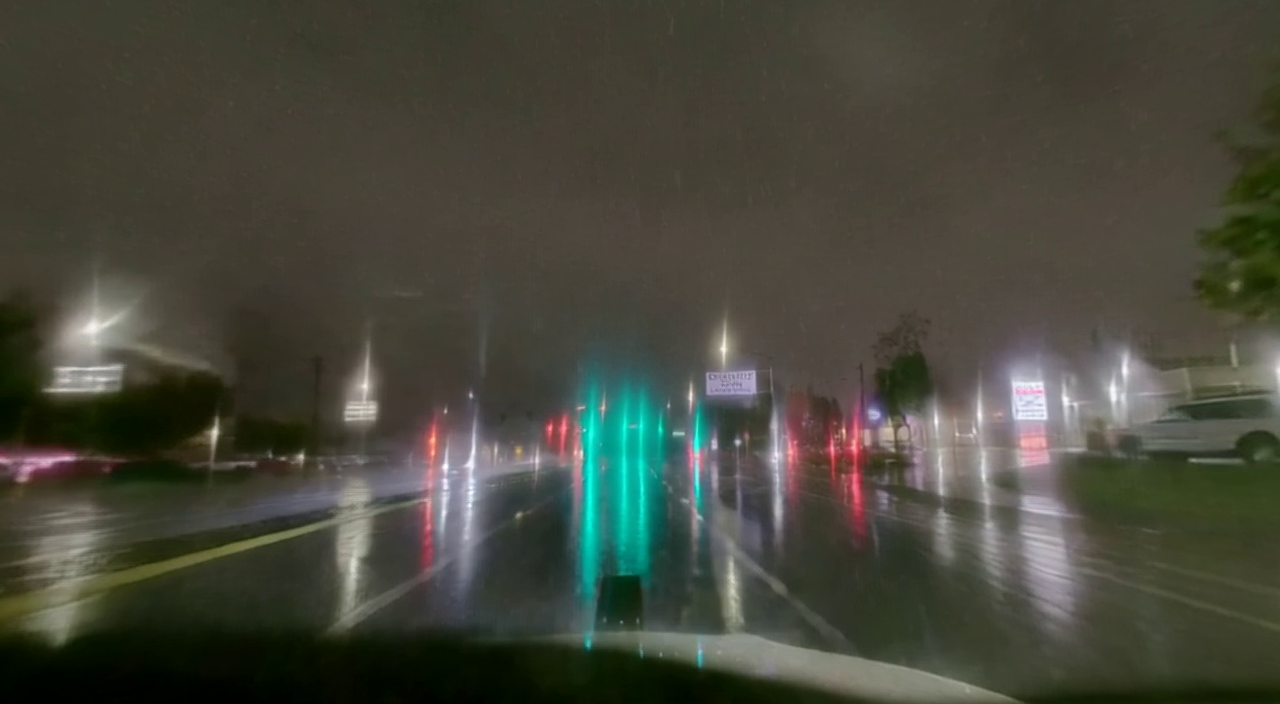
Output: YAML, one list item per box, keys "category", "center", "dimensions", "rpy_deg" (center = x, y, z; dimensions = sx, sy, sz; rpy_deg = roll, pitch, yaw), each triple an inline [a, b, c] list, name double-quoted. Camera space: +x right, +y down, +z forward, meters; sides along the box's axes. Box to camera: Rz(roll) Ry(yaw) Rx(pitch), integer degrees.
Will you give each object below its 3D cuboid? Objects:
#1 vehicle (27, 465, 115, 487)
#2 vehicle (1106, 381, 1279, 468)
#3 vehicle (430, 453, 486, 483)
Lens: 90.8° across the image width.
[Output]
- category: "vehicle"
  center: [-43.124, 9.419, 47.915]
  dimensions: [4.690, 1.508, 2.000]
  rpy_deg: [0, -8, 0]
- category: "vehicle"
  center: [16.499, 2.091, 17.555]
  dimensions: [2.228, 2.098, 5.872]
  rpy_deg: [0, -8, -5]
- category: "vehicle"
  center: [-10.158, 6.476, 35.601]
  dimensions: [1.893, 1.525, 4.237]
  rpy_deg: [0, -8, 0]
